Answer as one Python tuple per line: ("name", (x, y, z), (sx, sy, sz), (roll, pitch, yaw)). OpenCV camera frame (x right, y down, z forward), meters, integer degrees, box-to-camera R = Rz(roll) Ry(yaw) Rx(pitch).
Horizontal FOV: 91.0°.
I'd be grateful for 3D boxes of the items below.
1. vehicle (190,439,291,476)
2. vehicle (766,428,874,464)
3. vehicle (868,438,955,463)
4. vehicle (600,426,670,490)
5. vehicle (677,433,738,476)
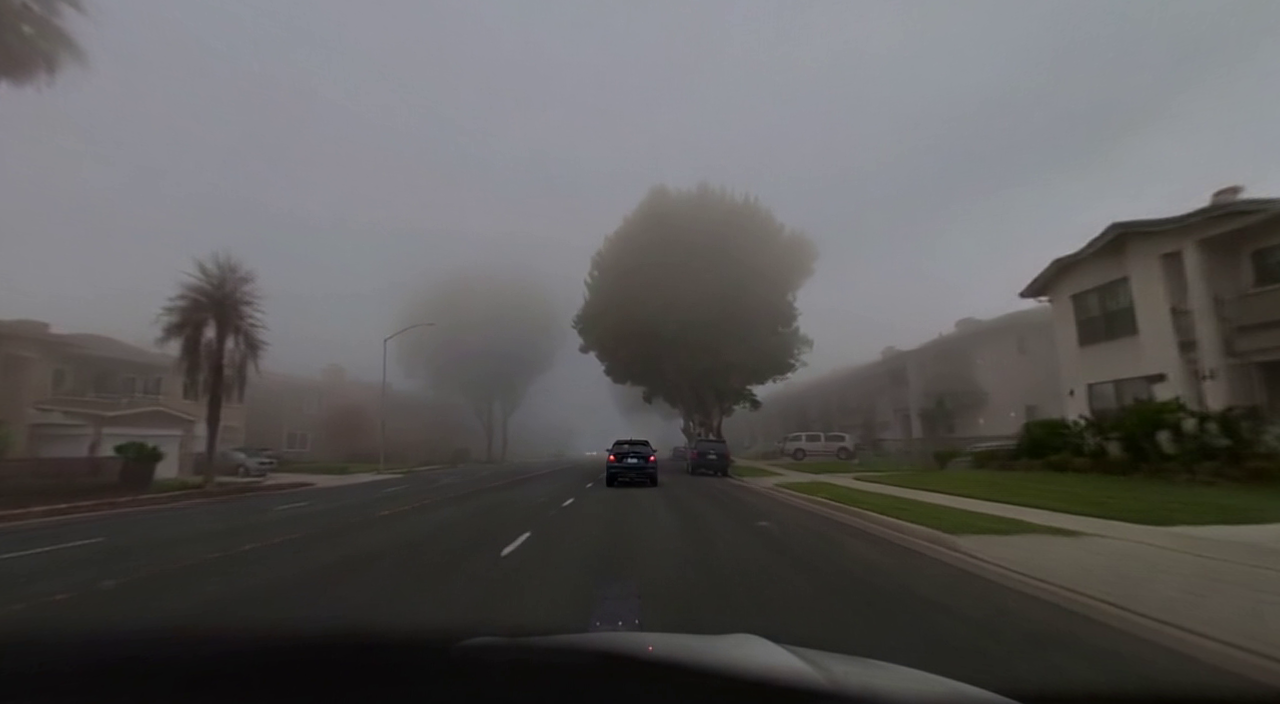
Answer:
("vehicle", (-21.604, 5.725, 34.345), (2.196, 1.820, 4.955), (0, -9, 1))
("vehicle", (10.658, 5.631, 37.652), (5.709, 2.017, 2.435), (0, -9, -1))
("vehicle", (16.245, 5.917, 37.791), (4.317, 1.420, 1.828), (0, -9, 0))
("vehicle", (-0.215, 3.424, 20.637), (1.994, 1.810, 5.057), (0, -9, -2))
("vehicle", (3.253, 5.071, 31.335), (2.416, 1.922, 5.023), (0, -9, -1))
